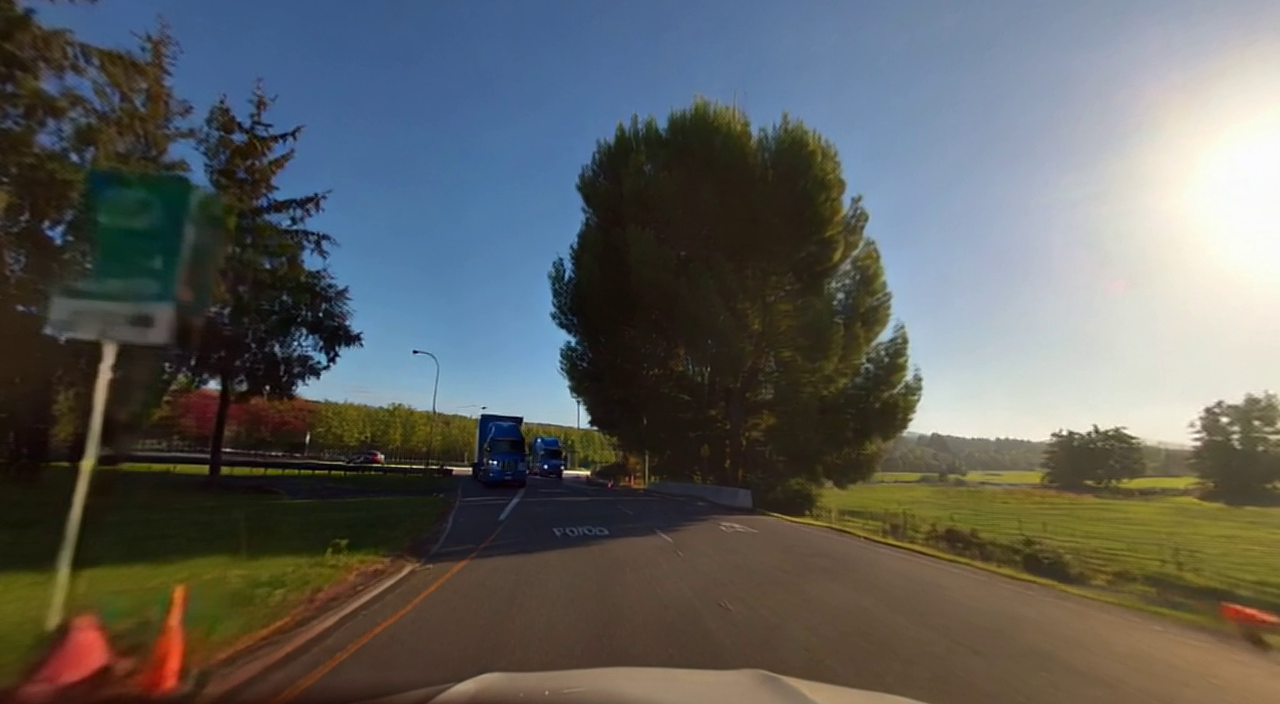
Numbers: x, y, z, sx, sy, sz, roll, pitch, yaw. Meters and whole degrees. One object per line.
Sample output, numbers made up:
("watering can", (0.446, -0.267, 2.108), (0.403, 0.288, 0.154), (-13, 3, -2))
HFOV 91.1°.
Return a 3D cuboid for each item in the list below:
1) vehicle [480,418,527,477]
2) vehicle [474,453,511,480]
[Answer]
("vehicle", (-10.191, 7.393, 47.703), (3.025, 4.012, 8.399), (3, -11, -10))
("vehicle", (-9.022, 7.049, 38.688), (2.039, 1.536, 3.648), (3, -11, -11))
